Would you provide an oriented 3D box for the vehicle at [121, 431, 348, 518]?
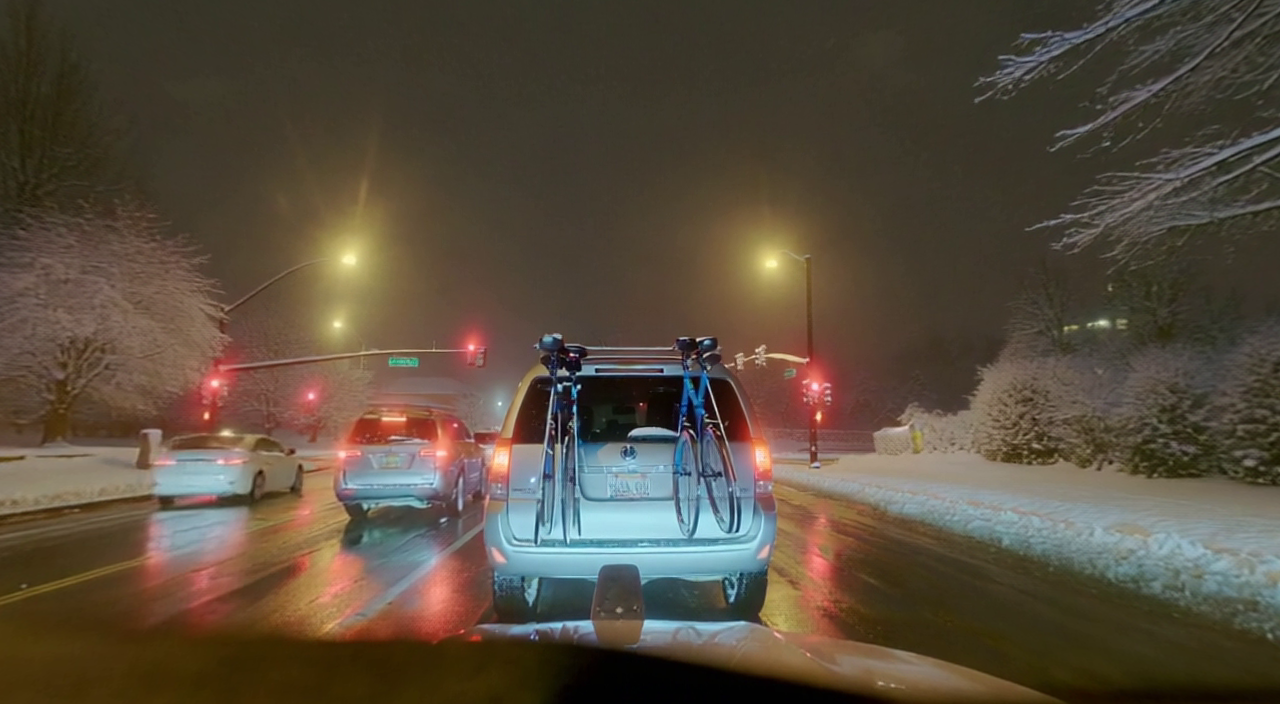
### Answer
[{"bbox_3d":[-8.204,2.501,13.447,2.024,1.511,4.550,0,-8,-4],"label":"vehicle"}]

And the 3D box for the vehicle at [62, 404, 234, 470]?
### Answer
[{"bbox_3d":[-30.829,5.389,39.934,8.040,3.335,3.070,-3,-9,-8],"label":"vehicle"}]

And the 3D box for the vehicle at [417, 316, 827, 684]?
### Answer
[{"bbox_3d":[-0.235,1.159,6.004,2.333,2.087,4.586,0,-8,-4],"label":"vehicle"}]

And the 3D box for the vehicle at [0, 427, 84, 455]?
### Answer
[{"bbox_3d":[-36.693,5.405,38.354,3.926,1.536,1.731,-1,-8,-8],"label":"vehicle"}]

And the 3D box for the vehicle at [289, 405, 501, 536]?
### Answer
[{"bbox_3d":[-4.131,2.116,11.894,2.337,1.858,5.409,1,-9,-6],"label":"vehicle"}]
